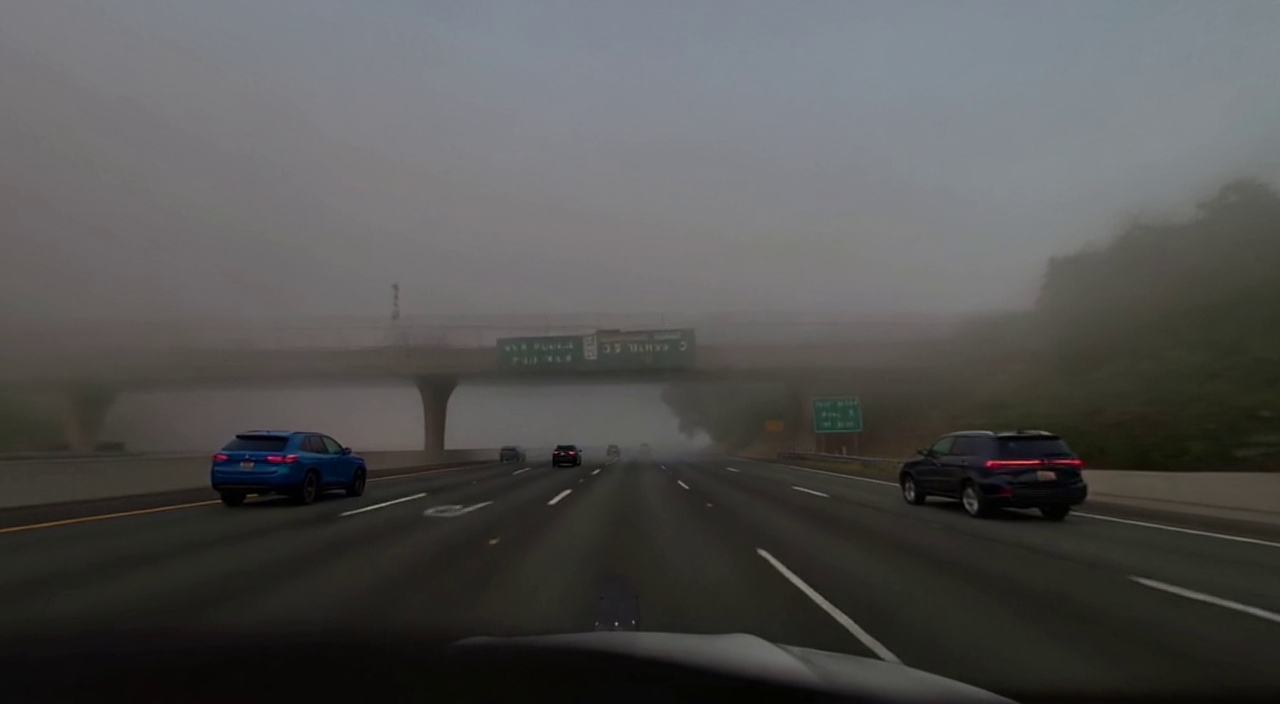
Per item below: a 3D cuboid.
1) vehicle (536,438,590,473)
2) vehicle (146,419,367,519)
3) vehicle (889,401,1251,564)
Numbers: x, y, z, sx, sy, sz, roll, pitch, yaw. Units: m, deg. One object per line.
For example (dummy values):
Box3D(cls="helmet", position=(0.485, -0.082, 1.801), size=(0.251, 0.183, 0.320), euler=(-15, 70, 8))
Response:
Box3D(cls="vehicle", position=(-3.487, 4.795, 29.456), size=(1.925, 1.509, 4.363), euler=(0, -9, 1))
Box3D(cls="vehicle", position=(-7.433, 2.302, 12.876), size=(1.860, 1.694, 4.173), euler=(0, -9, 0))
Box3D(cls="vehicle", position=(5.492, 1.731, 9.065), size=(1.950, 1.719, 4.545), euler=(0, -9, 0))
